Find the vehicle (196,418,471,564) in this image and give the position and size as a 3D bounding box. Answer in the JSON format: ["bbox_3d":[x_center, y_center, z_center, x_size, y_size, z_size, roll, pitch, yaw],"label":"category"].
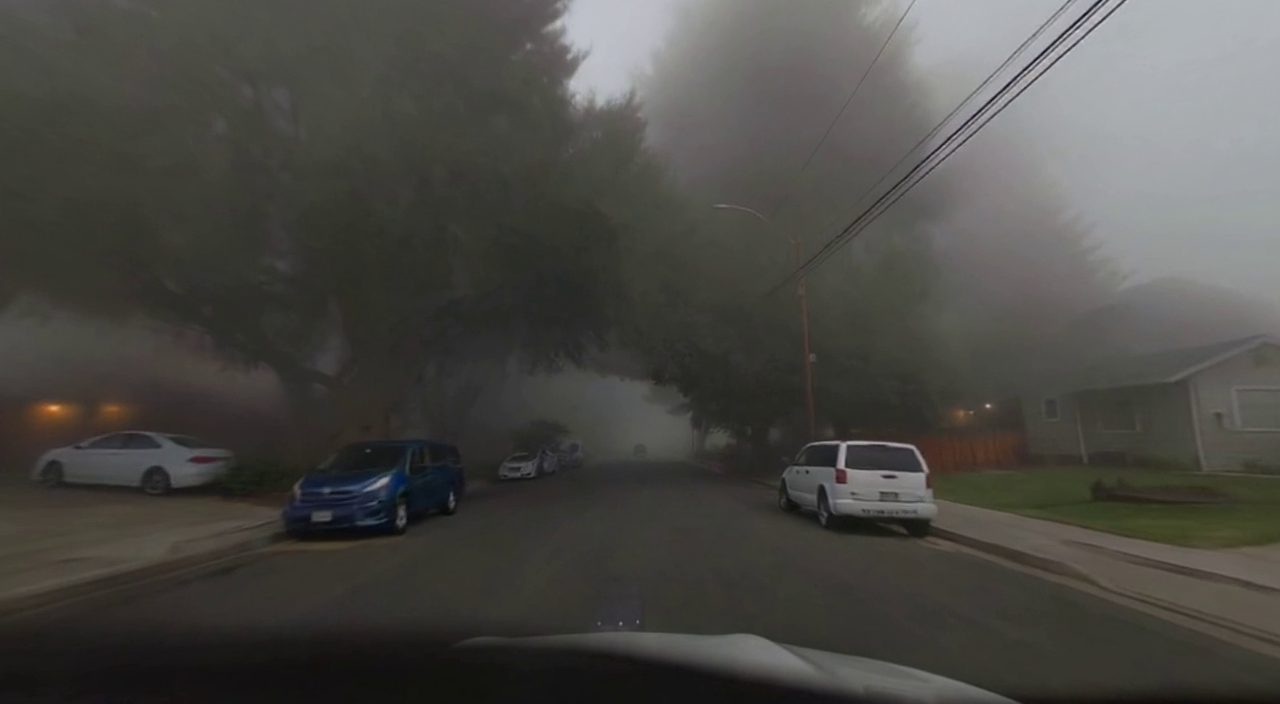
[{"bbox_3d":[-4.313,2.007,9.835,2.157,1.736,4.104,-1,-8,1],"label":"vehicle"}]

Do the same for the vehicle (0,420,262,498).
[{"bbox_3d":[-13.100,2.713,16.212,5.411,1.847,2.100,0,-8,0],"label":"vehicle"}]

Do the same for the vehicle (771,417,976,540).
[{"bbox_3d":[4.013,2.252,11.932,2.173,1.806,4.701,1,-9,2],"label":"vehicle"}]
